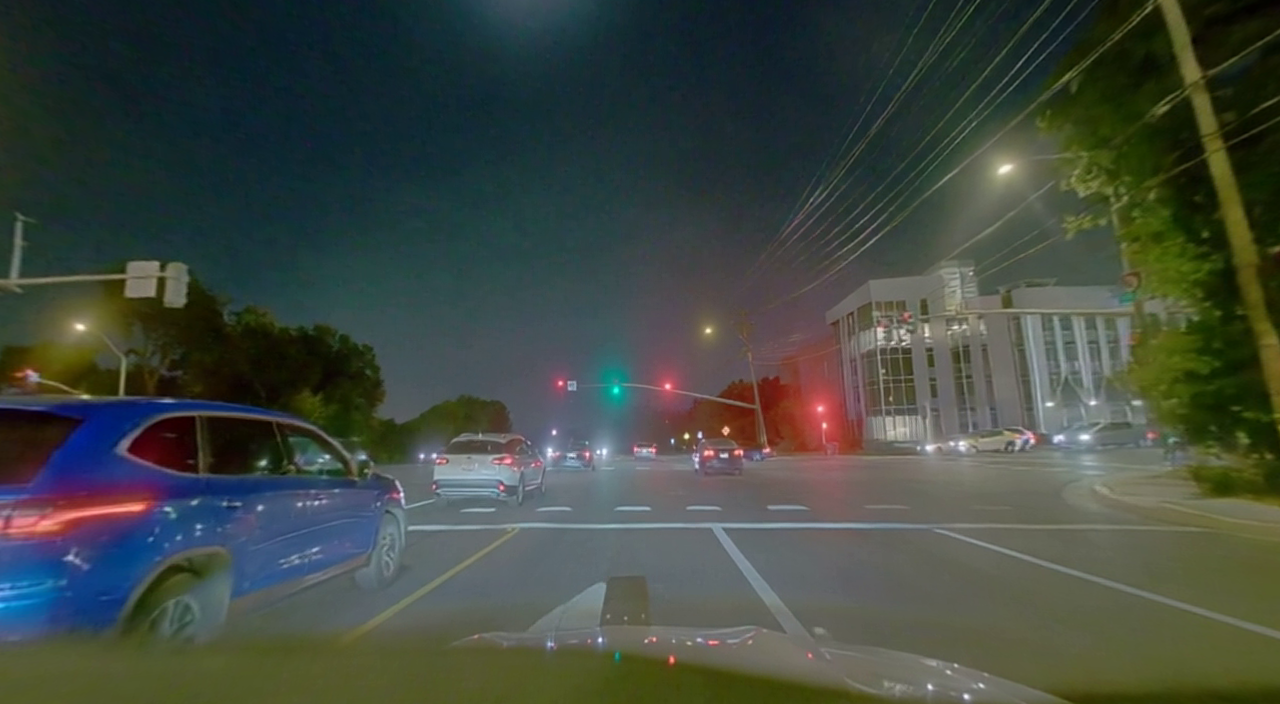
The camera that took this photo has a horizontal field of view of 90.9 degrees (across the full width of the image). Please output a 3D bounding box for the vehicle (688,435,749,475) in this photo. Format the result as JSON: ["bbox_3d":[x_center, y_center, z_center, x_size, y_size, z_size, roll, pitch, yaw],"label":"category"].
[{"bbox_3d":[3.585,4.815,29.645,2.201,1.734,4.564,0,-8,0],"label":"vehicle"}]

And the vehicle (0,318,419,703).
[{"bbox_3d":[-3.411,1.057,4.340,2.127,1.754,4.287,0,-8,1],"label":"vehicle"}]

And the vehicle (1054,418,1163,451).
[{"bbox_3d":[26.305,4.655,35.515,4.439,1.748,2.037,0,-8,1],"label":"vehicle"}]

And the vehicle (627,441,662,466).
[{"bbox_3d":[0.282,6.629,41.320,2.185,1.515,4.215,0,-8,1],"label":"vehicle"}]

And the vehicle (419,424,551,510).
[{"bbox_3d":[-3.491,2.680,15.152,1.958,1.744,4.315,0,-8,2],"label":"vehicle"}]

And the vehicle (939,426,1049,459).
[{"bbox_3d":[19.802,5.071,35.367,5.033,1.802,1.928,0,-9,-5],"label":"vehicle"}]

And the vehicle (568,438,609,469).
[{"bbox_3d":[-2.933,5.872,36.583,1.900,1.677,4.128,0,-8,2],"label":"vehicle"}]
